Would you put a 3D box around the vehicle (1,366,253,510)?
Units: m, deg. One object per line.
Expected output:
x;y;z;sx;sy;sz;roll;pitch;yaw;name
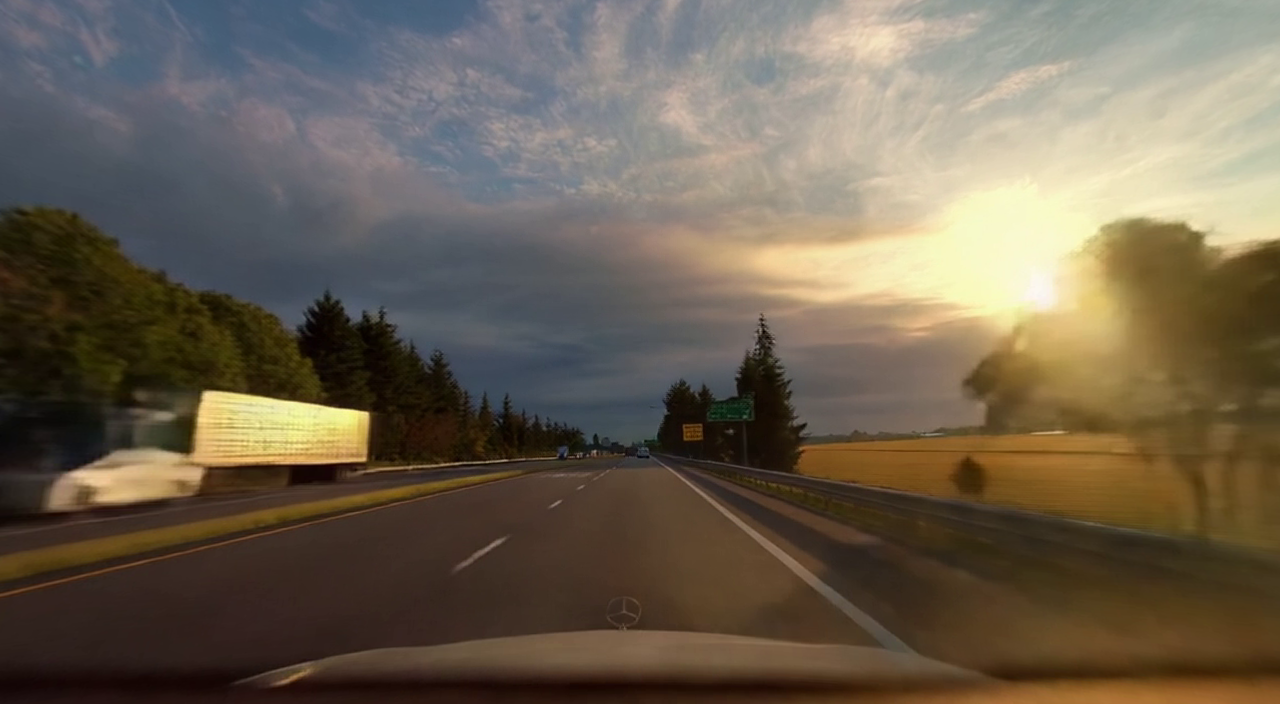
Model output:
-15.788;2.769;20.199;2.956;3.925;5.821;0;-9;-1;vehicle
